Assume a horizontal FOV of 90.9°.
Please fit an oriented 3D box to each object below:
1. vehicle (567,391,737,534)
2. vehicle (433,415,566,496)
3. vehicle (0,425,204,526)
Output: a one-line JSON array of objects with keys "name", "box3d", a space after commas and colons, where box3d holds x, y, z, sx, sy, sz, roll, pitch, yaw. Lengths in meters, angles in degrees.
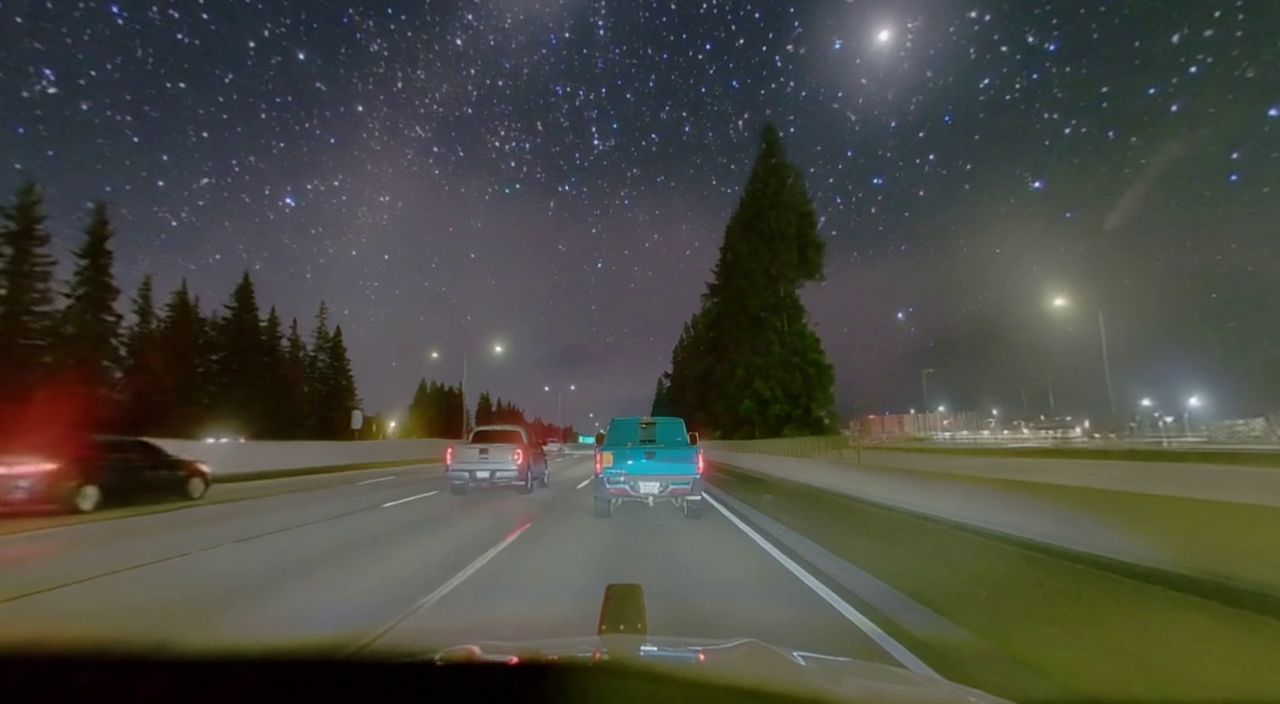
[{"name": "vehicle", "box3d": [0.162, 1.908, 11.362, 2.395, 2.013, 4.734, 0, -8, 0]}, {"name": "vehicle", "box3d": [-3.784, 2.953, 18.339, 2.486, 1.962, 5.525, 0, -8, 1]}, {"name": "vehicle", "box3d": [-10.470, 2.101, 11.180, 2.002, 1.484, 4.798, 0, -8, 1]}]
